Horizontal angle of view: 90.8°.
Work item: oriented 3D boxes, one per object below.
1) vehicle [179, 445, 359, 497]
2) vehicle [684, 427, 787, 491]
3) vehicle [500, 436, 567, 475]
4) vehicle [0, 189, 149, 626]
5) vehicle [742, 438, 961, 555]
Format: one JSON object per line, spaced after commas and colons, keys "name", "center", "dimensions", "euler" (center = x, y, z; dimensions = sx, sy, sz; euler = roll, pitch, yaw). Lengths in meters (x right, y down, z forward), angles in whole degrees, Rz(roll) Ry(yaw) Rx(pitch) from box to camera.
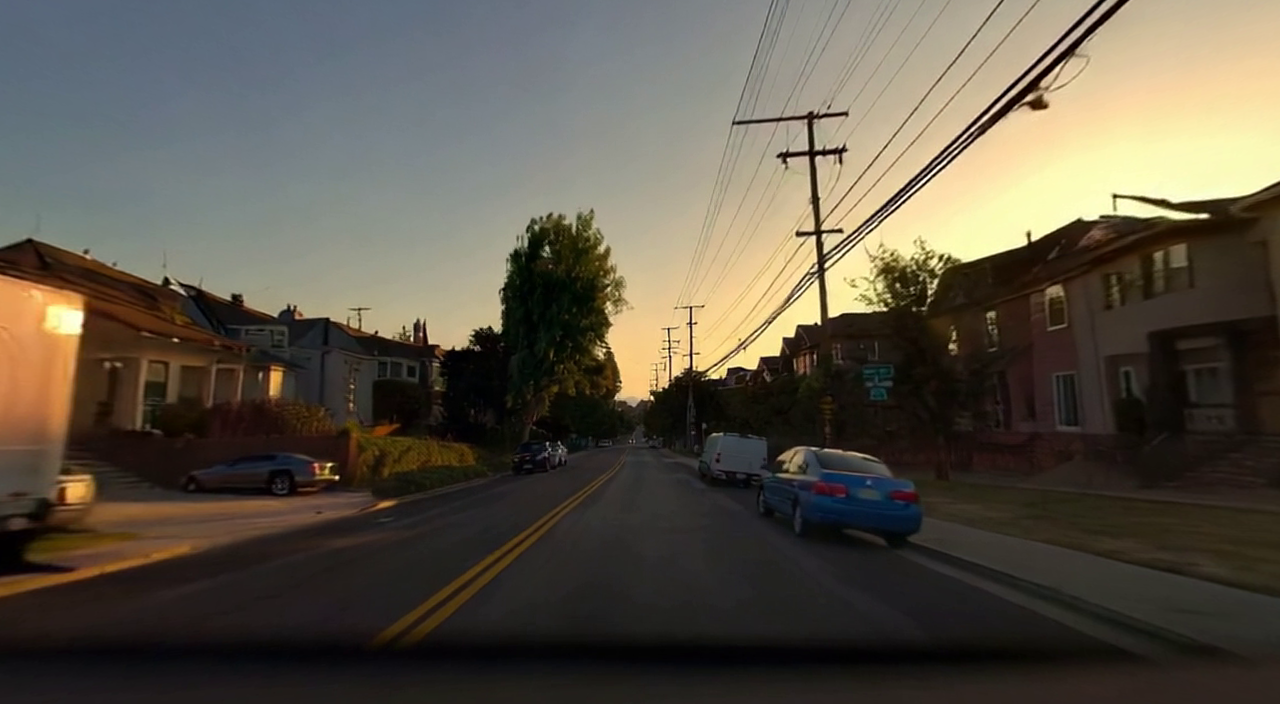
{"name": "vehicle", "center": [-11.473, 3.673, 19.773], "dimensions": [4.399, 1.517, 1.957], "euler": [0, -9, 1]}
{"name": "vehicle", "center": [3.059, 3.649, 21.924], "dimensions": [2.496, 1.895, 6.434], "euler": [0, -9, -1]}
{"name": "vehicle", "center": [-5.806, 5.753, 35.259], "dimensions": [2.427, 1.998, 5.239], "euler": [-1, -9, 4]}
{"name": "vehicle", "center": [-6.376, 0.170, 2.034], "dimensions": [3.197, 3.187, 7.847], "euler": [-3, -6, 2]}
{"name": "vehicle", "center": [3.071, 2.201, 10.487], "dimensions": [1.890, 1.463, 4.952], "euler": [0, -9, 0]}
